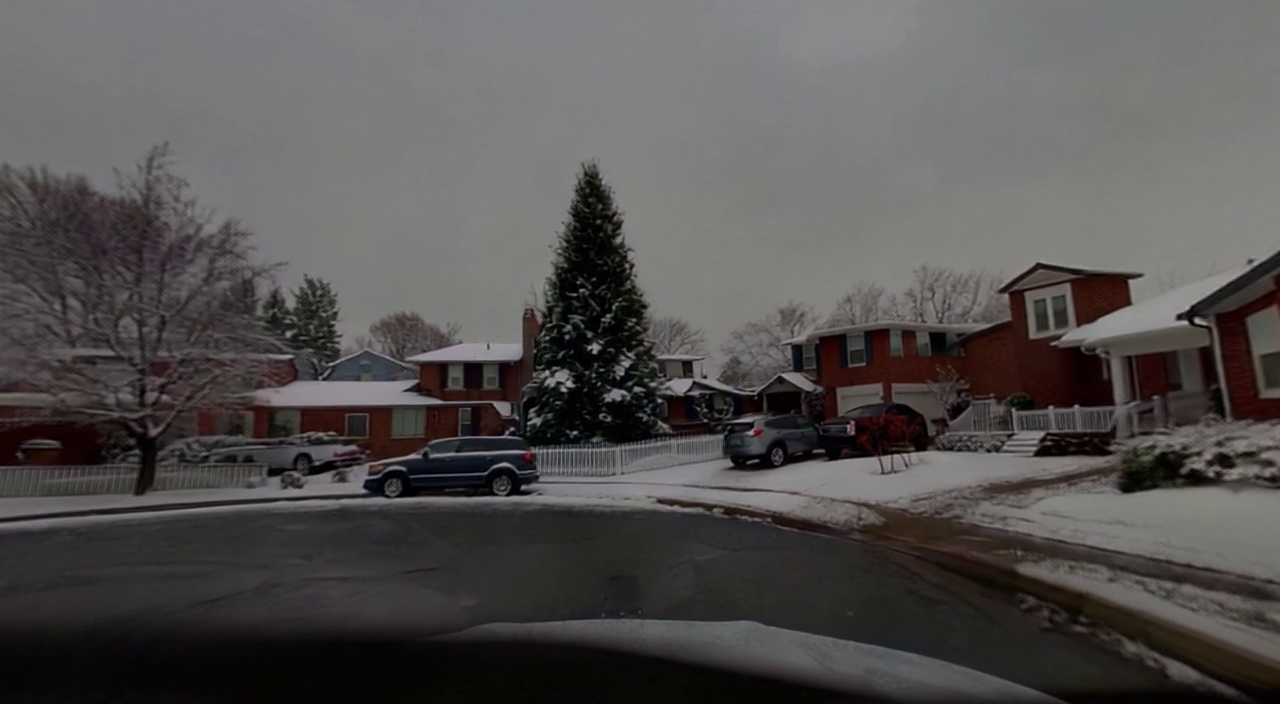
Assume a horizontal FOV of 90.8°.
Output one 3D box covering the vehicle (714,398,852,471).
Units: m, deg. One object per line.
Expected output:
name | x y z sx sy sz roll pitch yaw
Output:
vehicle | 4.612 2.554 19.982 2.310 1.701 4.280 -10 -6 41

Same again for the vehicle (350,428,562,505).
vehicle | -4.703 2.974 16.610 4.815 1.827 2.147 -2 -9 9

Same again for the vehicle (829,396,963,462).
vehicle | 7.973 2.342 19.458 2.152 1.773 4.495 -9 -10 44
